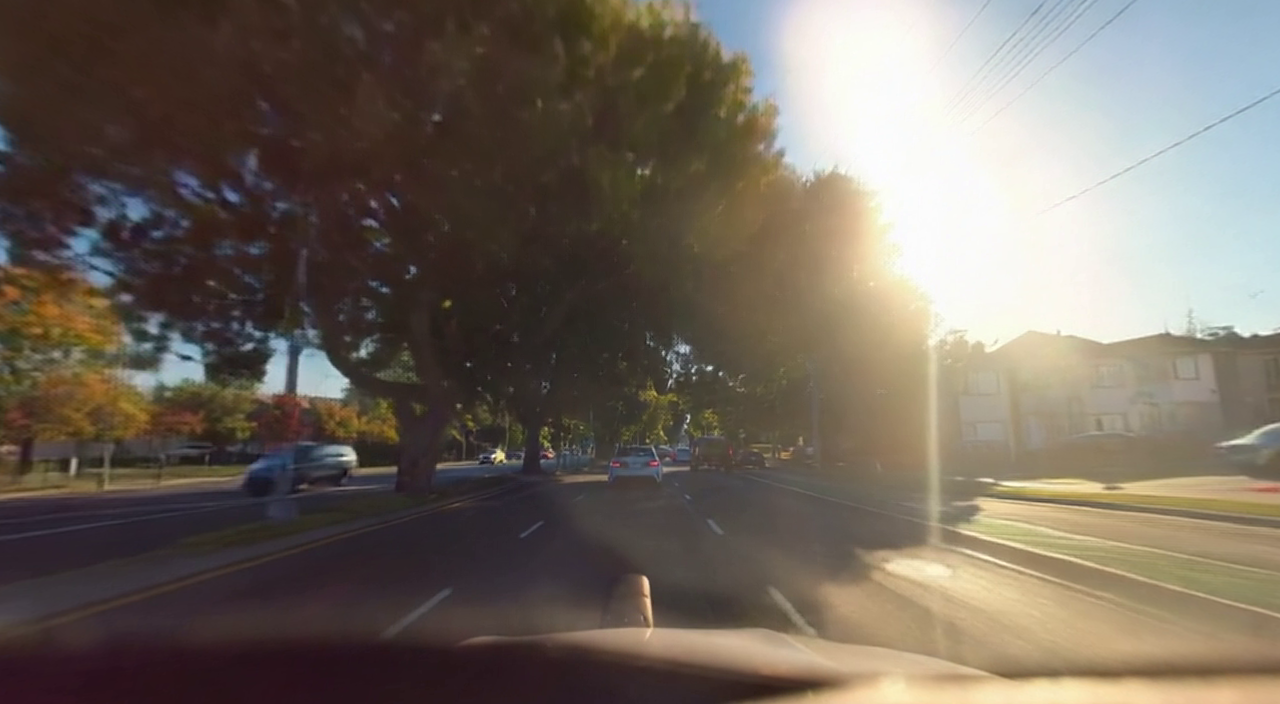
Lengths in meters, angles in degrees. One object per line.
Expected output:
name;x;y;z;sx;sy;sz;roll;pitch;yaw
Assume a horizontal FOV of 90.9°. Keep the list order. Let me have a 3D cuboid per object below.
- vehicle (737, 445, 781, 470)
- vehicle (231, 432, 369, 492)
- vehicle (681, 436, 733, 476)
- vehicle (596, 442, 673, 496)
vehicle;7.749;6.906;41.431;1.980;1.497;4.345;0;-8;0
vehicle;-11.751;3.814;22.216;2.370;1.892;4.343;0;-8;1
vehicle;3.247;5.125;31.377;2.073;1.822;4.276;0;-8;0
vehicle;-0.139;3.534;19.556;2.140;1.474;4.026;0;-8;0
